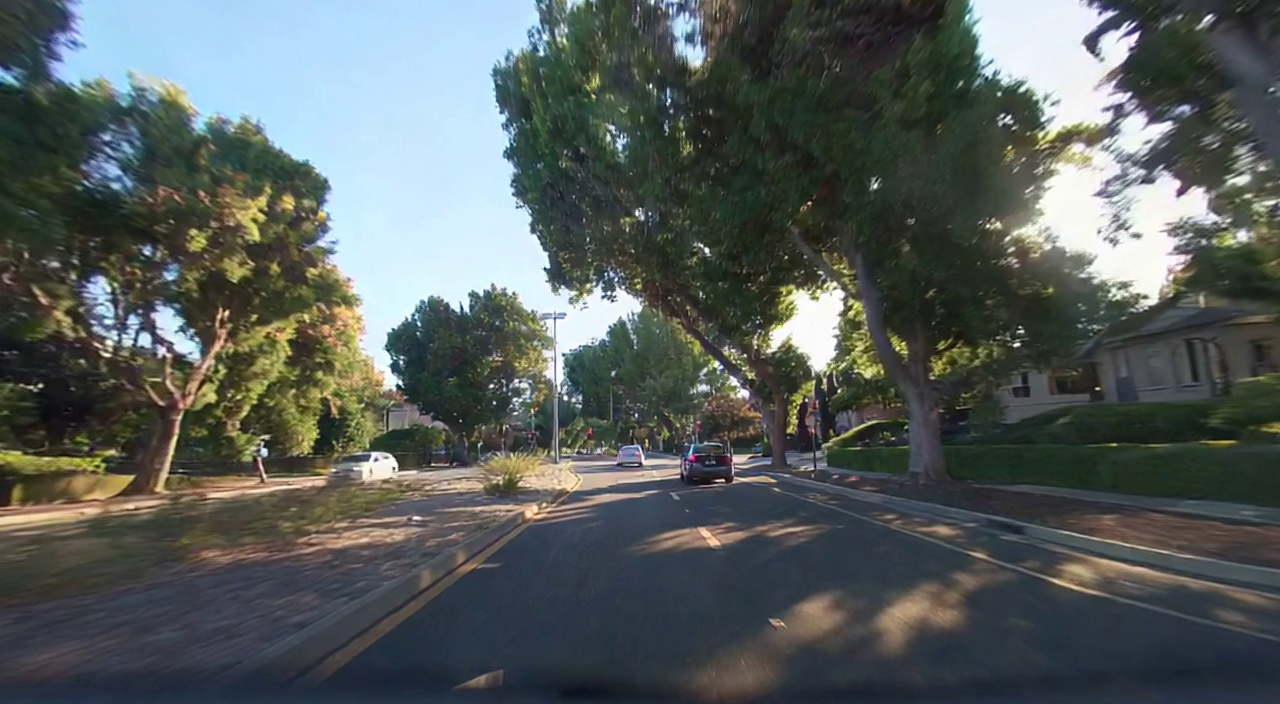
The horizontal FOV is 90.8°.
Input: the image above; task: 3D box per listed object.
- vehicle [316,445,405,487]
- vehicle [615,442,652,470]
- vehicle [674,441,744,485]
[{"bbox_3d":[-12.466,5.080,28.569,1.993,1.708,4.623,0,-8,-1],"label":"vehicle"},{"bbox_3d":[-0.391,6.101,37.240,2.018,1.511,3.993,0,-8,-1],"label":"vehicle"},{"bbox_3d":[2.496,4.141,24.018,2.057,1.496,4.401,0,-8,-1],"label":"vehicle"}]
